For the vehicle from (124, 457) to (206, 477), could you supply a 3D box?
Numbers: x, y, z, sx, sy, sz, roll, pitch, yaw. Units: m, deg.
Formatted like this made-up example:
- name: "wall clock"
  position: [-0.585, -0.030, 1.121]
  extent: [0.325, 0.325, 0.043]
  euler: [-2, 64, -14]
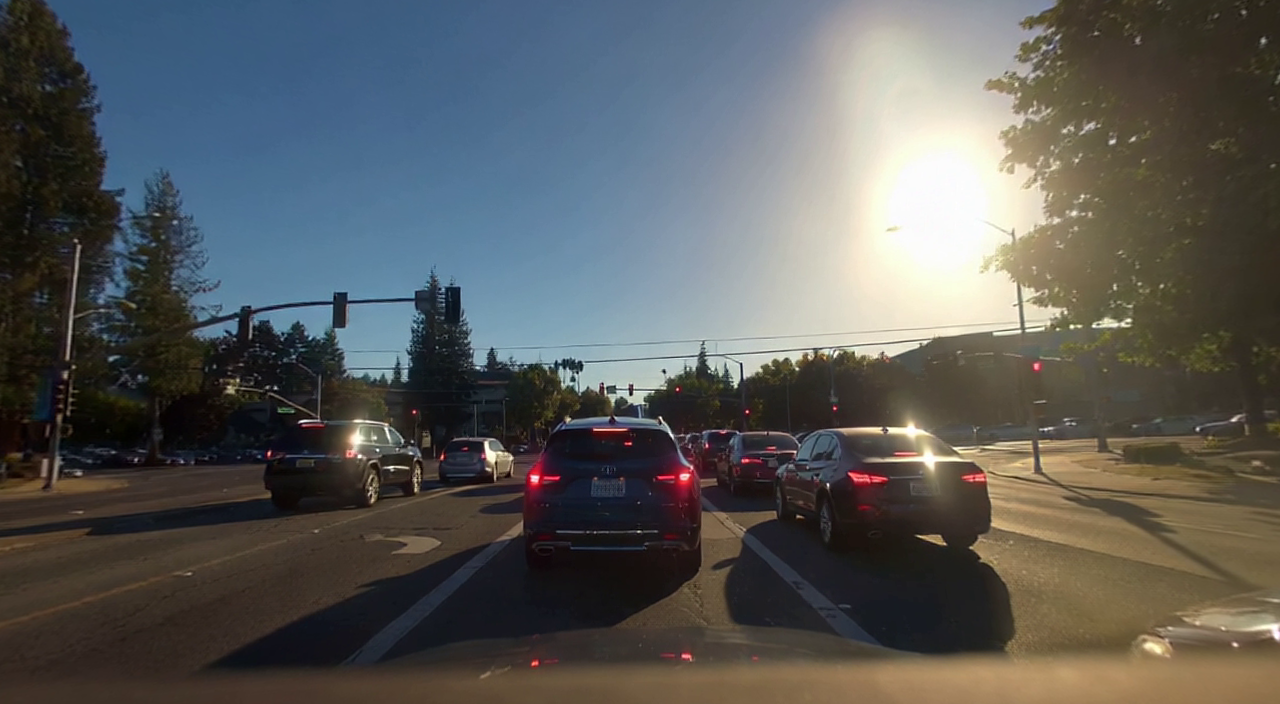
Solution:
- name: "vehicle"
  position: [-37.331, 9.036, 49.435]
  extent: [4.914, 1.487, 1.850]
  euler: [0, -9, 0]

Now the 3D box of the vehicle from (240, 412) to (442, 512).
- name: "vehicle"
  position: [-6.728, 2.551, 14.995]
  extent: [2.214, 1.953, 5.017]
  euler: [0, -9, 1]

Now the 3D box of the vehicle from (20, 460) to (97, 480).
- name: "vehicle"
  position: [-45.688, 9.268, 49.389]
  extent: [4.232, 1.498, 1.791]
  euler: [0, -9, 1]

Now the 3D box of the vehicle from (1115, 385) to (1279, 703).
- name: "vehicle"
  position: [3.309, 0.667, 0.819]
  extent: [1.980, 1.515, 4.362]
  euler: [0, -9, 1]

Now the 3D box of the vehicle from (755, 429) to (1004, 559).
- name: "vehicle"
  position: [3.159, 1.969, 9.485]
  extent: [1.971, 1.473, 4.495]
  euler: [0, -9, 0]

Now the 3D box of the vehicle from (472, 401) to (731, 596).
- name: "vehicle"
  position: [-0.316, 1.587, 7.594]
  extent: [2.256, 1.694, 4.055]
  euler: [0, -9, 0]
